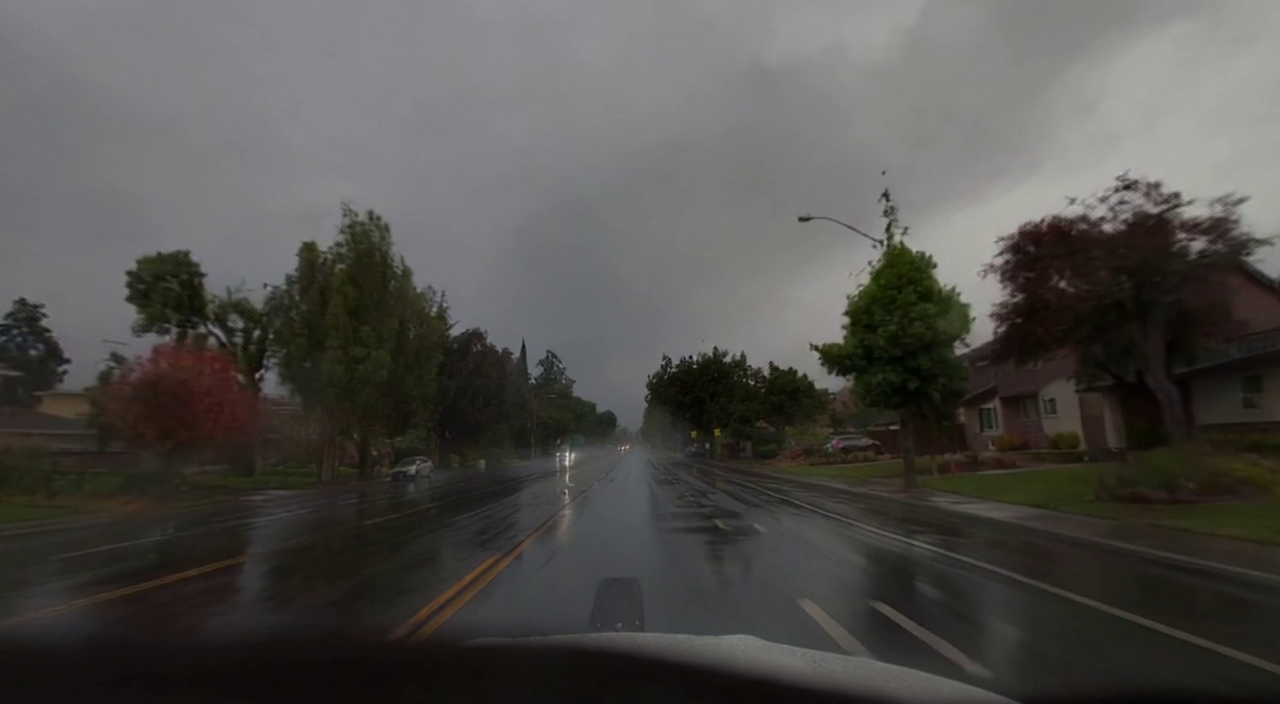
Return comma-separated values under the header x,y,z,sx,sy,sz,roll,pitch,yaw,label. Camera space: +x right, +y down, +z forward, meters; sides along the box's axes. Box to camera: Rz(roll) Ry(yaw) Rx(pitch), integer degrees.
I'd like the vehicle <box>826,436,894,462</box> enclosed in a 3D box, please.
x,y,z,sx,sy,sz,roll,pitch,yaw,label
15.403,6.779,44.389,4.010,1.751,1.922,-1,-8,3,vehicle

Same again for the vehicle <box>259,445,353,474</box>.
x,y,z,sx,sy,sz,roll,pitch,yaw,label
-21.971,7.099,41.732,4.889,1.822,2.159,0,-8,-3,vehicle
